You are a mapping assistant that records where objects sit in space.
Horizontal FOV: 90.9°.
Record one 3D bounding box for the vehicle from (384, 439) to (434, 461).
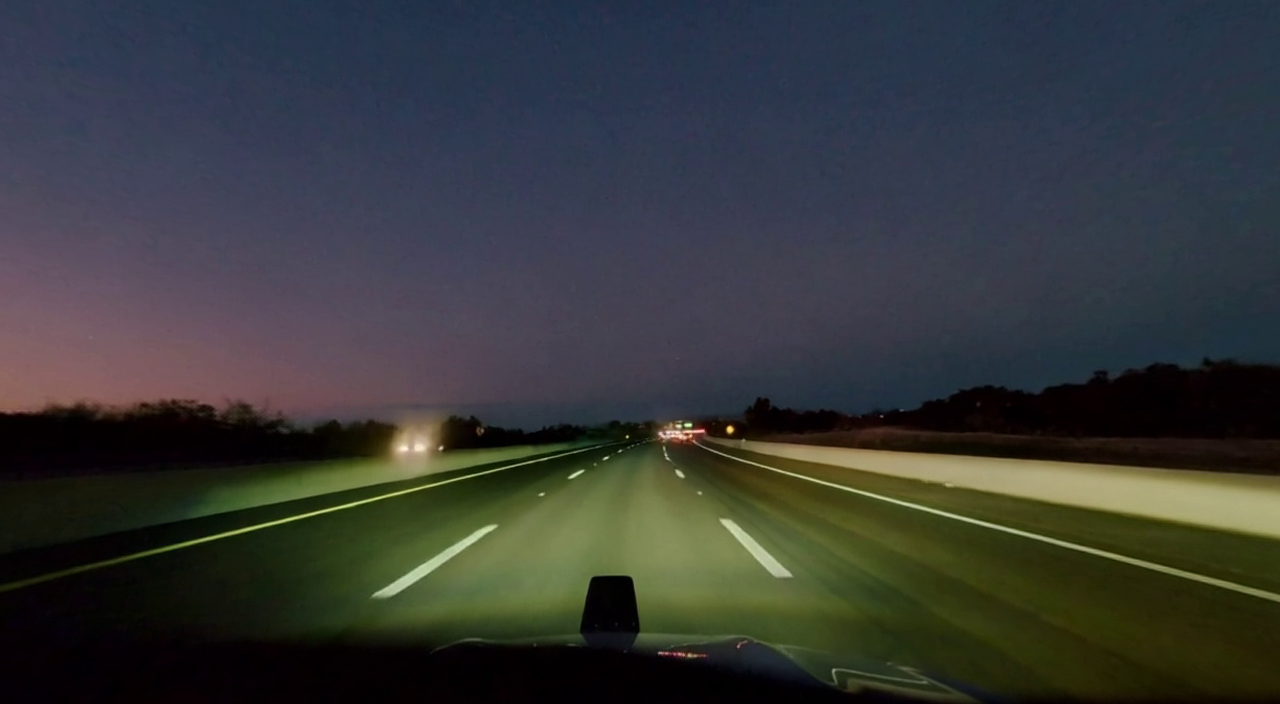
[{"bbox_3d":[-17.623,7.455,48.316,2.141,1.521,4.825,1,-7,-2],"label":"vehicle"}]
